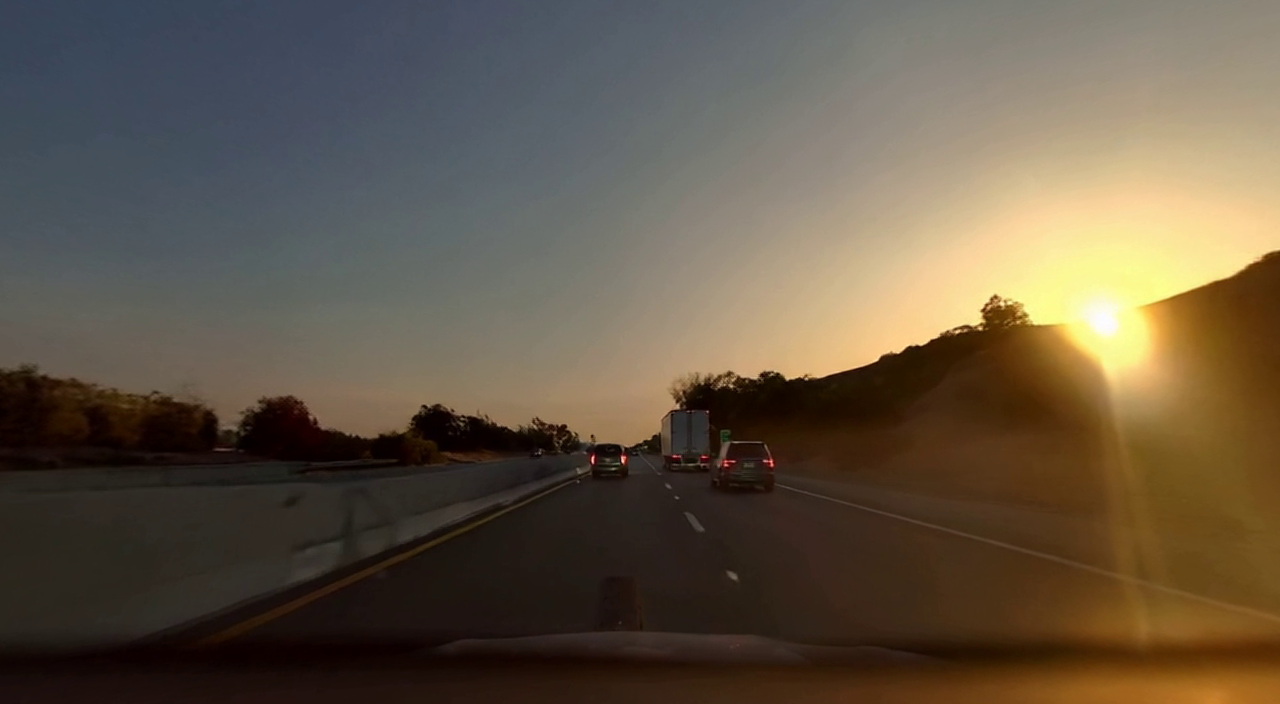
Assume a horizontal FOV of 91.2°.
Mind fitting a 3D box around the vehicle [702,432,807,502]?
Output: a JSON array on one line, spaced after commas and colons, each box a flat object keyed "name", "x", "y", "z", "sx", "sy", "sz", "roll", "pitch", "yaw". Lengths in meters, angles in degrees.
[{"name": "vehicle", "x": 3.111, "y": 3.244, "z": 18.012, "sx": 2.230, "sy": 1.715, "sz": 4.243, "roll": 0, "pitch": -9, "yaw": 0}]

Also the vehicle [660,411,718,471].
[{"name": "vehicle", "x": 3.403, "y": 6.680, "z": 46.537, "sx": 3.143, "sy": 3.880, "sz": 10.117, "roll": 0, "pitch": -9, "yaw": -2}]

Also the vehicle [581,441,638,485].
[{"name": "vehicle", "x": -1.170, "y": 4.637, "z": 26.446, "sx": 2.181, "sy": 1.653, "sz": 4.691, "roll": 0, "pitch": -9, "yaw": 0}]
